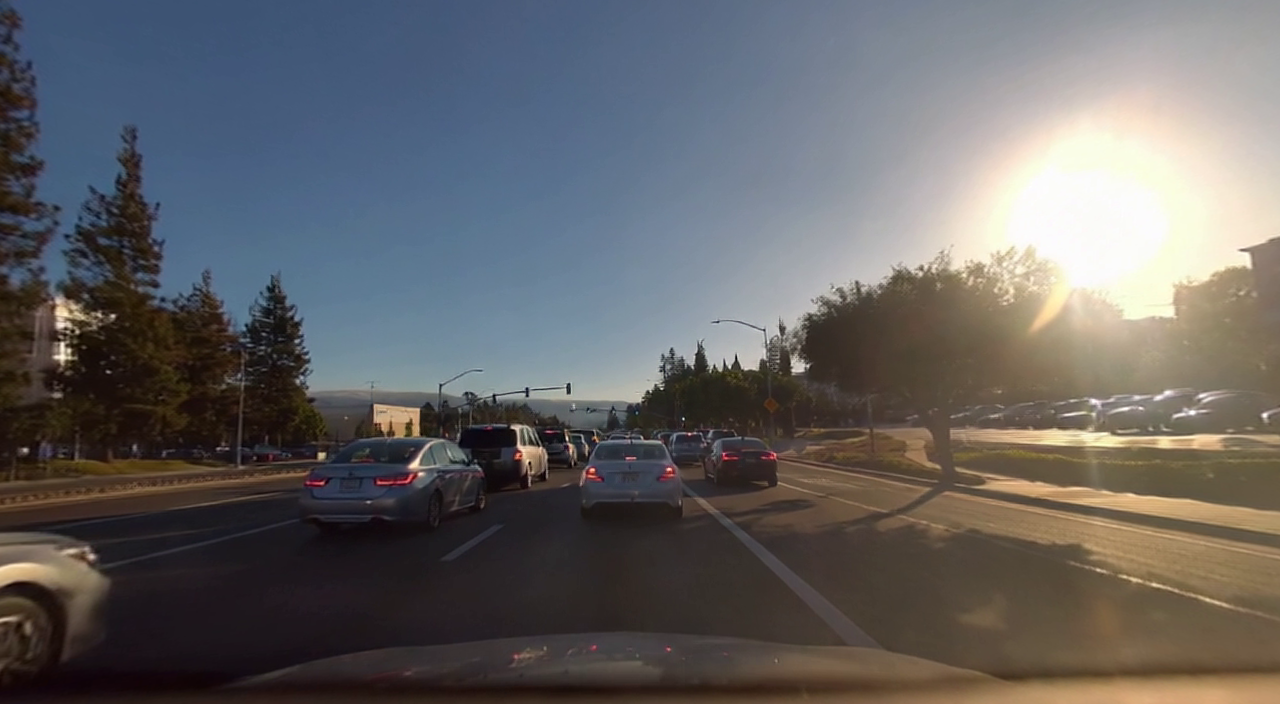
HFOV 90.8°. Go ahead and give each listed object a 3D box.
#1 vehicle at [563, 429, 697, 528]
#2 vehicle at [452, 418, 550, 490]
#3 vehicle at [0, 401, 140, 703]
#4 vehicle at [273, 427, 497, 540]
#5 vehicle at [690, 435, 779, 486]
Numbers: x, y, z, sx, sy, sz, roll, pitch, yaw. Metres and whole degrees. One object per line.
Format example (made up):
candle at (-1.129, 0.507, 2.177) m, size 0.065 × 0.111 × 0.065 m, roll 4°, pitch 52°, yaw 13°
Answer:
vehicle at (-0.203, 2.196, 11.566) m, size 2.007 × 1.467 × 4.059 m, roll 0°, pitch -8°, yaw -2°
vehicle at (-4.013, 3.029, 19.057) m, size 2.054 × 1.881 × 4.469 m, roll 0°, pitch -8°, yaw -2°
vehicle at (-3.717, 0.734, 1.161) m, size 2.052 × 1.475 × 4.341 m, roll 0°, pitch -8°, yaw 0°
vehicle at (-3.863, 2.057, 10.529) m, size 1.985 × 1.467 × 4.224 m, roll 0°, pitch -8°, yaw 0°
vehicle at (2.857, 3.395, 20.133) m, size 1.978 × 1.452 × 4.381 m, roll 0°, pitch -8°, yaw -2°
